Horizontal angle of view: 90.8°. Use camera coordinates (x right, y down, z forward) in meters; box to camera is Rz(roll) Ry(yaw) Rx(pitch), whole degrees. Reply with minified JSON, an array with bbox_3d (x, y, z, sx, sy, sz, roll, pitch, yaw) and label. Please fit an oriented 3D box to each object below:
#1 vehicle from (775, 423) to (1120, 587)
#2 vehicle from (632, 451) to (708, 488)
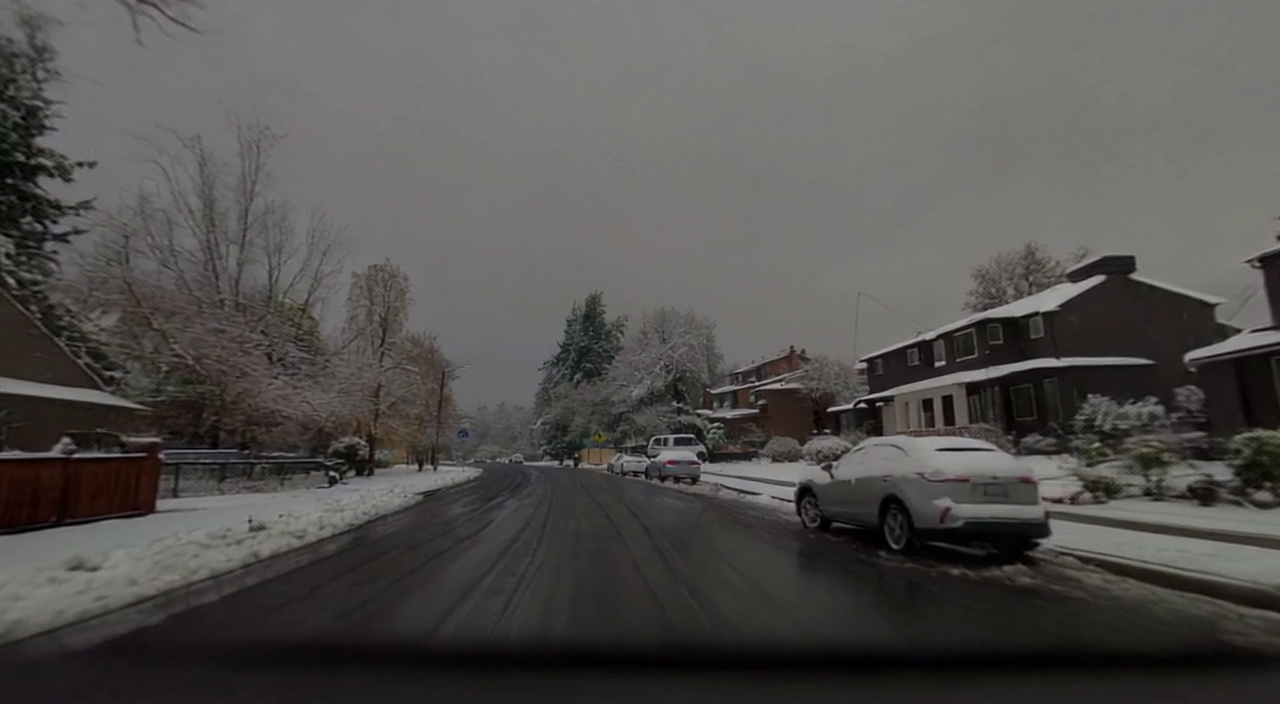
[{"bbox_3d":[4.026,2.066,9.593,2.111,1.771,4.942,1,-9,-10],"label":"vehicle"},{"bbox_3d":[1.275,5.332,29.085,2.193,1.504,4.576,2,-9,-15],"label":"vehicle"}]
